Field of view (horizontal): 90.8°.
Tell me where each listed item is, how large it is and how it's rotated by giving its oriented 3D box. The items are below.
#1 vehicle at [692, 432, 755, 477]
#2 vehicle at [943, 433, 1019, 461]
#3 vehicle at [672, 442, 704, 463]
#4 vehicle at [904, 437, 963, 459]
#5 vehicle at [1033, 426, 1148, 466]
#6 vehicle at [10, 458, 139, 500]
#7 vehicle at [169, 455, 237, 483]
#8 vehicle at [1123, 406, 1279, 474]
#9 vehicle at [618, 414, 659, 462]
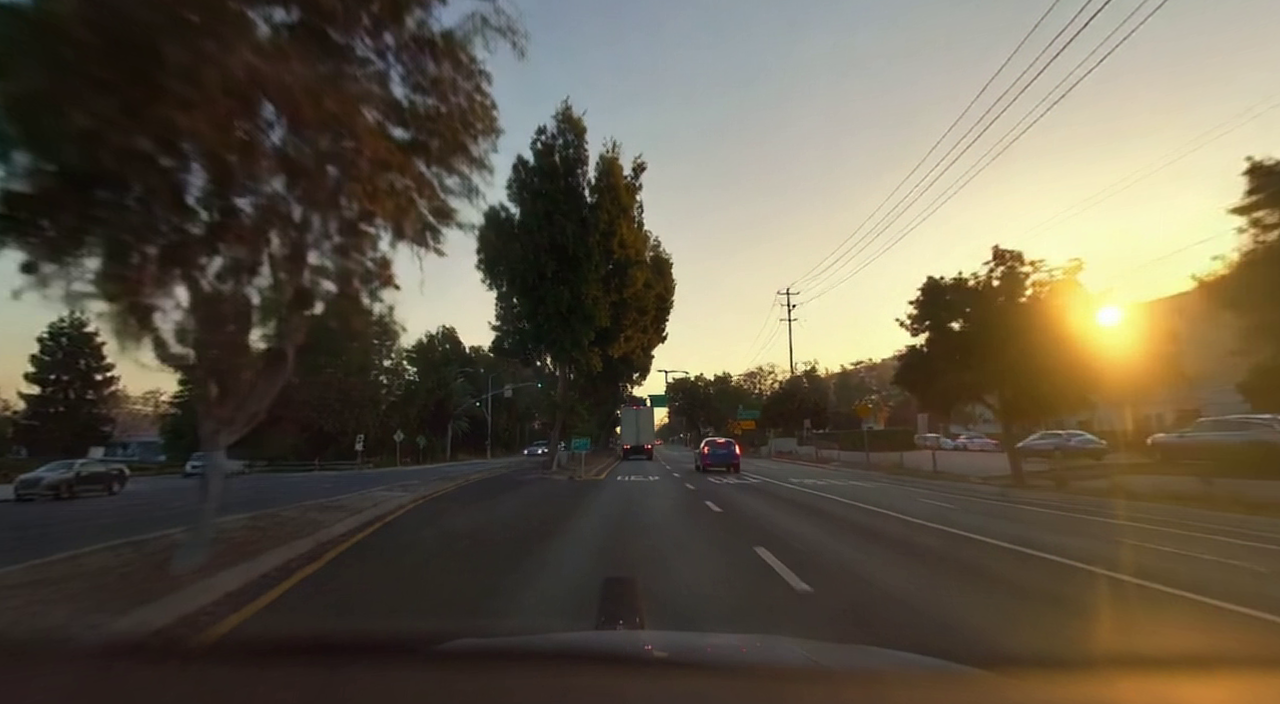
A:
[{"bbox_3d":[3.570,4.508,27.966,2.086,1.803,4.607,0,-9,-1],"label":"vehicle"},{"bbox_3d":[20.541,5.757,38.326,2.010,1.567,4.519,0,-9,-1],"label":"vehicle"},{"bbox_3d":[3.661,7.734,48.743,2.146,1.474,4.564,0,-9,0],"label":"vehicle"},{"bbox_3d":[20.700,6.790,44.790,1.887,1.448,4.723,0,-9,0],"label":"vehicle"},{"bbox_3d":[20.819,4.390,29.460,1.917,1.682,4.575,0,-9,-1],"label":"vehicle"},{"bbox_3d":[-26.116,5.853,29.438,2.188,1.669,4.546,1,-9,-8],"label":"vehicle"},{"bbox_3d":[-31.294,8.321,45.423,2.099,1.801,4.957,1,-9,-11],"label":"vehicle"},{"bbox_3d":[20.741,3.146,22.382,2.529,2.086,5.902,0,-9,0],"label":"vehicle"},{"bbox_3d":[-0.096,6.665,48.467,2.889,3.347,8.285,0,-9,0],"label":"vehicle"}]
